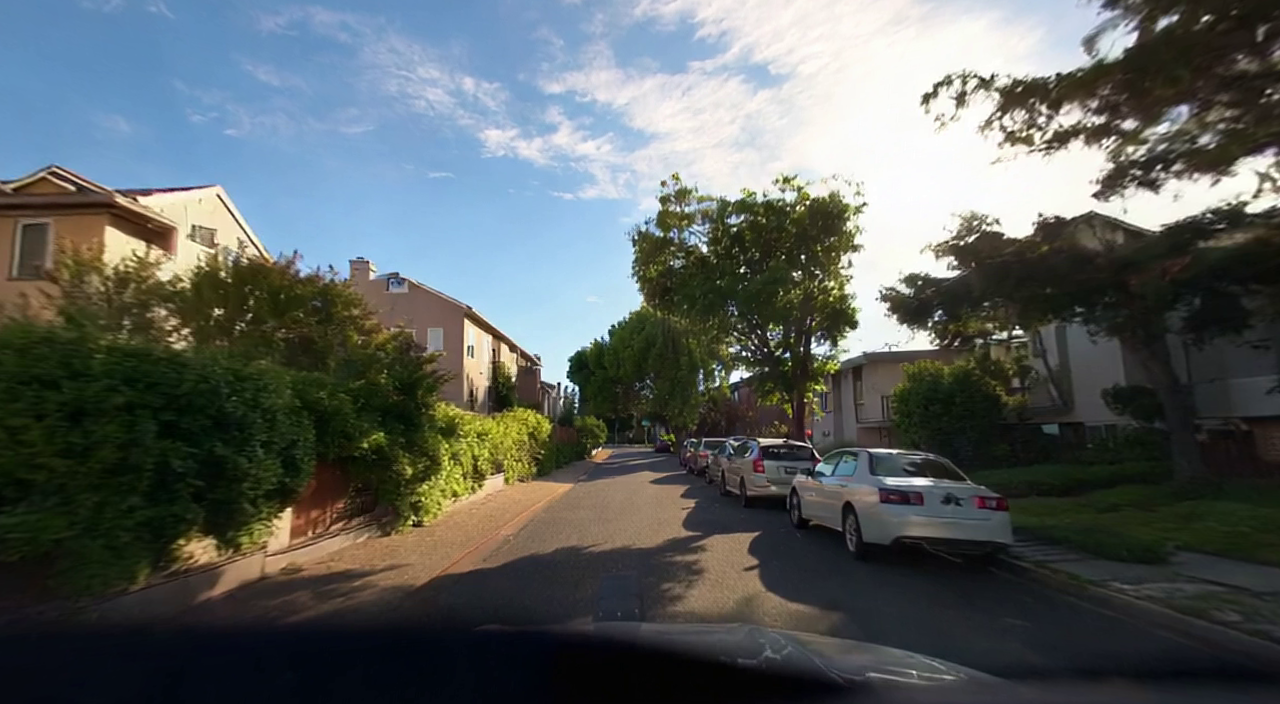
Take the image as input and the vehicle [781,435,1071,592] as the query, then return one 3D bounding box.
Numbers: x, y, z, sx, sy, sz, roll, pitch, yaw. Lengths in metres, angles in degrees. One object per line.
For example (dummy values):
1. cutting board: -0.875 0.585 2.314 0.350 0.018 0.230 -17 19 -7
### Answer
1. vehicle: 3.158 1.804 8.009 1.759 1.464 3.993 0 -8 -1
